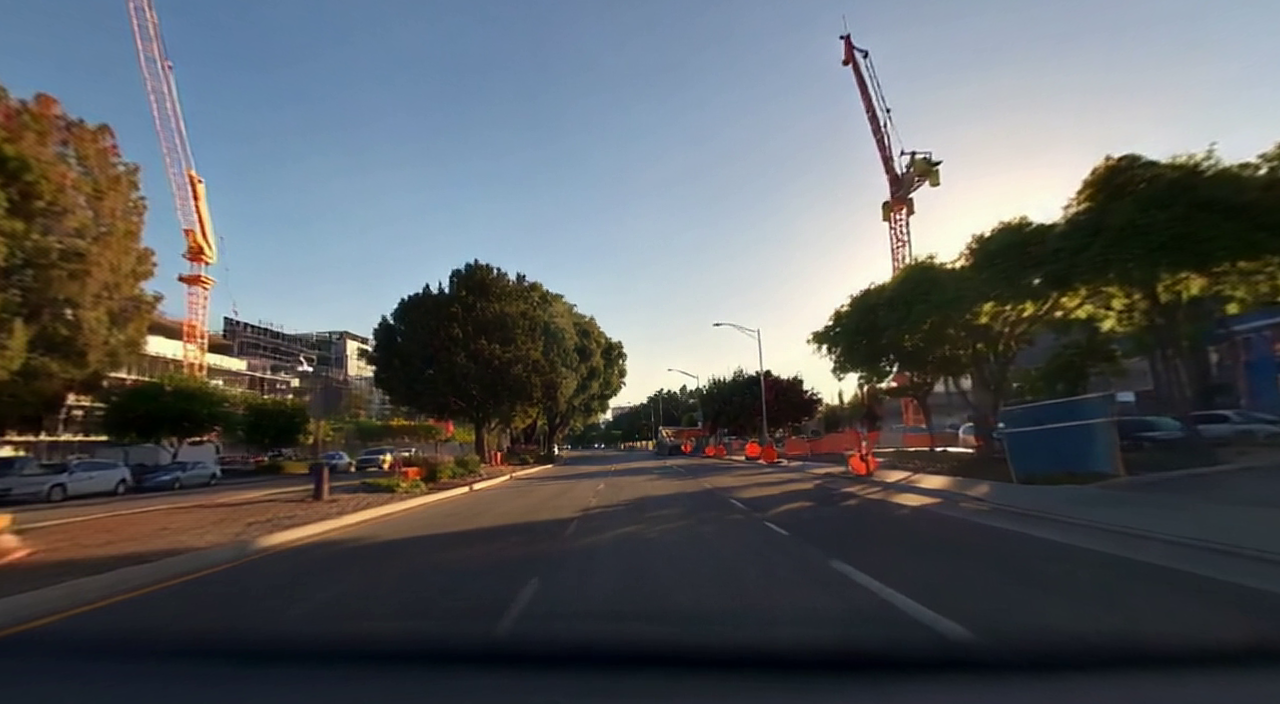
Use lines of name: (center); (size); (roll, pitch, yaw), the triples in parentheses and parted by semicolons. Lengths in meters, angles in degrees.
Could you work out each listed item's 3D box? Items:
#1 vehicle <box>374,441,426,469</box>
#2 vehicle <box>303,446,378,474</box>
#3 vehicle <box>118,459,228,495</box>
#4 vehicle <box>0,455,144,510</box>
vehicle: (-18.638, 8.013, 49.212); (2.286, 2.069, 5.077); (0, -8, -4)
vehicle: (-22.352, 8.047, 47.357); (2.328, 1.918, 5.628); (-1, -8, 6)
vehicle: (-22.299, 5.961, 30.375); (1.863, 1.470, 4.526); (0, -8, -1)
vehicle: (-21.940, 4.866, 24.107); (1.941, 1.743, 5.264); (0, -8, -4)
